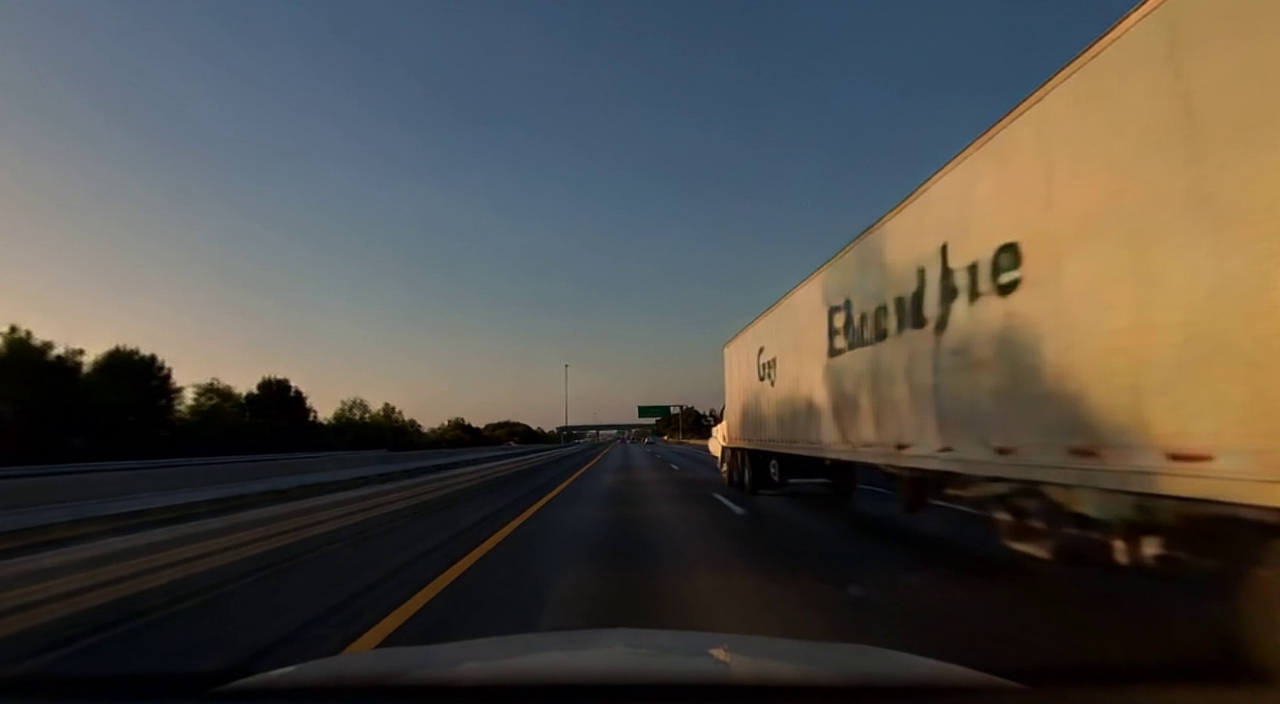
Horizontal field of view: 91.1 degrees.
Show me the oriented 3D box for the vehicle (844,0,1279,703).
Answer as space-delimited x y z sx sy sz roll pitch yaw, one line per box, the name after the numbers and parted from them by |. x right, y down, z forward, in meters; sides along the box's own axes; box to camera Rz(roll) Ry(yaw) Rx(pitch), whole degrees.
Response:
4.166 -0.128 3.703 2.888 3.866 8.380 0 -8 -1 | vehicle
